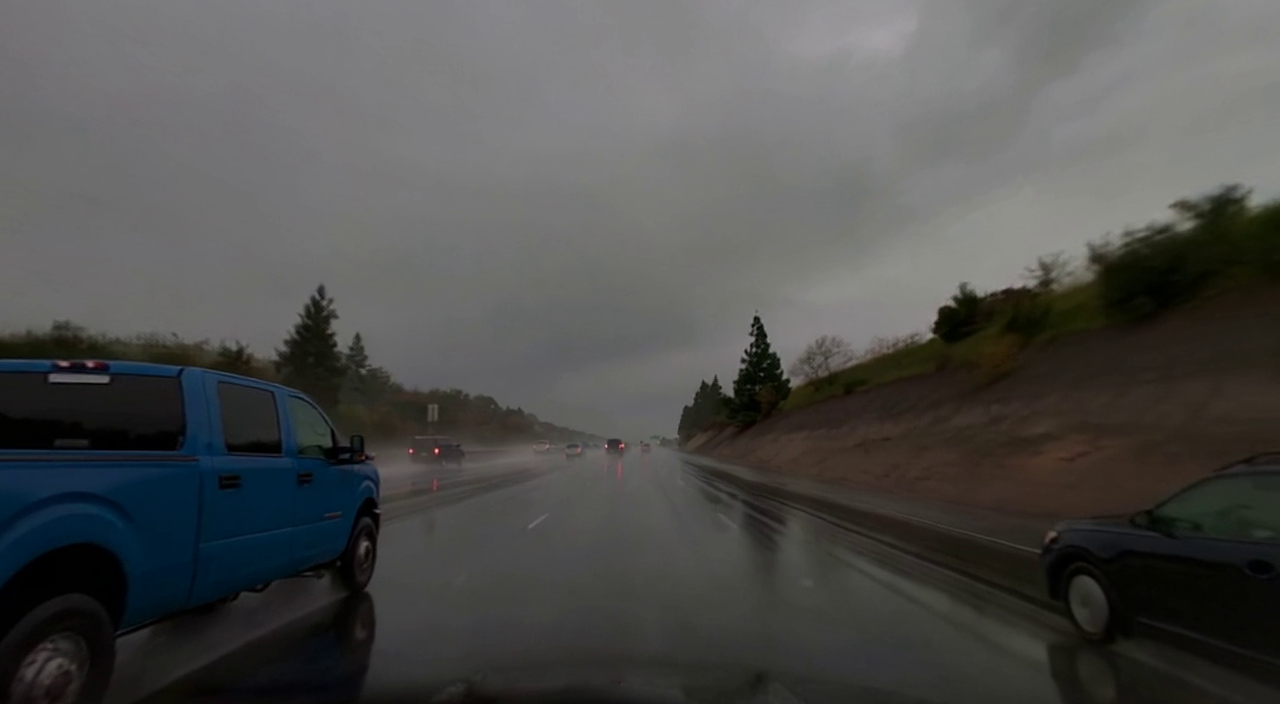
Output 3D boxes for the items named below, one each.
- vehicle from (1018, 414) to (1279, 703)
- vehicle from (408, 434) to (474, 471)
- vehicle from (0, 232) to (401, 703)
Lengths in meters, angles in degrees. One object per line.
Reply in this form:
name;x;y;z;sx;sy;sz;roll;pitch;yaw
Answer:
vehicle;4.185;1.036;2.834;2.047;1.524;4.619;0;-9;-1
vehicle;-10.952;5.562;35.176;2.012;1.875;4.895;0;-9;1
vehicle;-3.566;0.723;2.932;2.483;2.100;6.208;0;-9;0
